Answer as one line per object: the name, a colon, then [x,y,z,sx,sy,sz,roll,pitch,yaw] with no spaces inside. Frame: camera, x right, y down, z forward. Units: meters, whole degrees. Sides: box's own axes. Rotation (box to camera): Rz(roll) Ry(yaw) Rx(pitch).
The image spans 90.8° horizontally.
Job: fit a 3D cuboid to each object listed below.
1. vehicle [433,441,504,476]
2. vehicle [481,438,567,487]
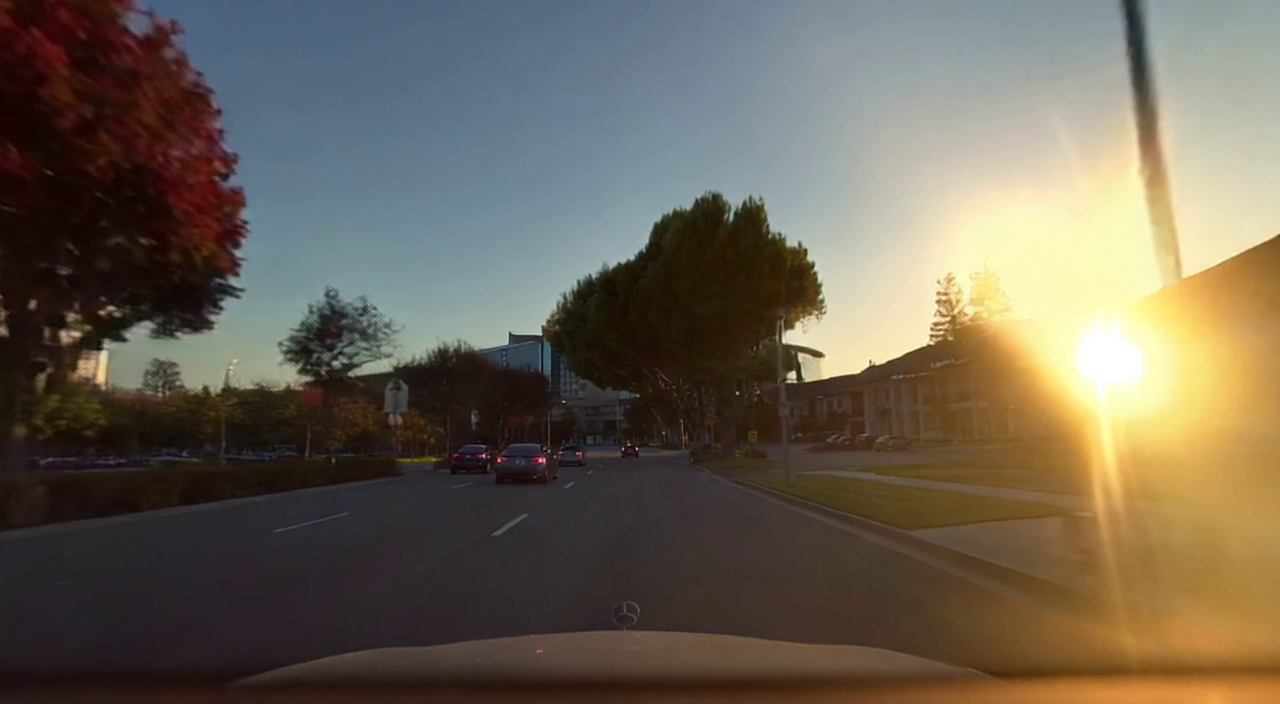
vehicle: [-7.902,4.971,29.677,1.976,1.497,4.709,0,-9,0]
vehicle: [-3.792,3.708,21.545,2.011,1.483,4.596,0,-9,0]
